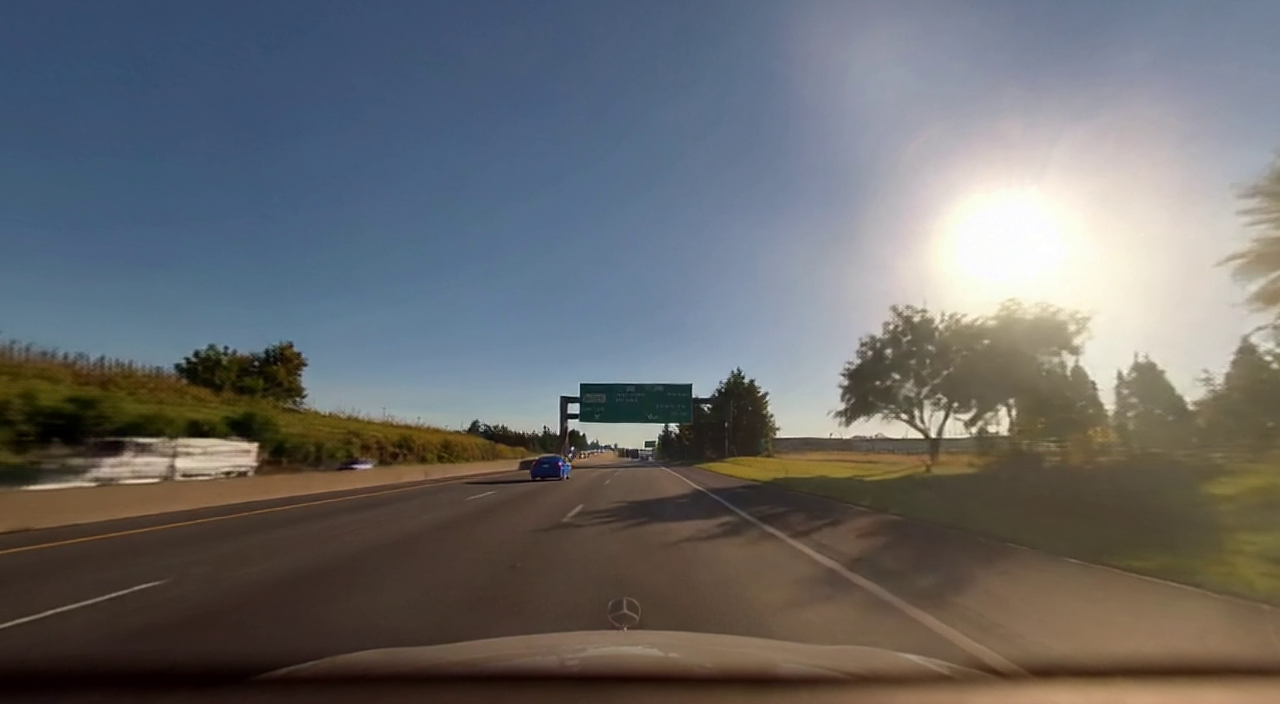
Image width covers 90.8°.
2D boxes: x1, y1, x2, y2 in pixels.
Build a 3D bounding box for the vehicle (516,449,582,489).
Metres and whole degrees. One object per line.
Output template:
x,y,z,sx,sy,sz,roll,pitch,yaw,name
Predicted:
-3.710,4.867,26.493,2.121,1.537,3.852,0,-9,1,vehicle
